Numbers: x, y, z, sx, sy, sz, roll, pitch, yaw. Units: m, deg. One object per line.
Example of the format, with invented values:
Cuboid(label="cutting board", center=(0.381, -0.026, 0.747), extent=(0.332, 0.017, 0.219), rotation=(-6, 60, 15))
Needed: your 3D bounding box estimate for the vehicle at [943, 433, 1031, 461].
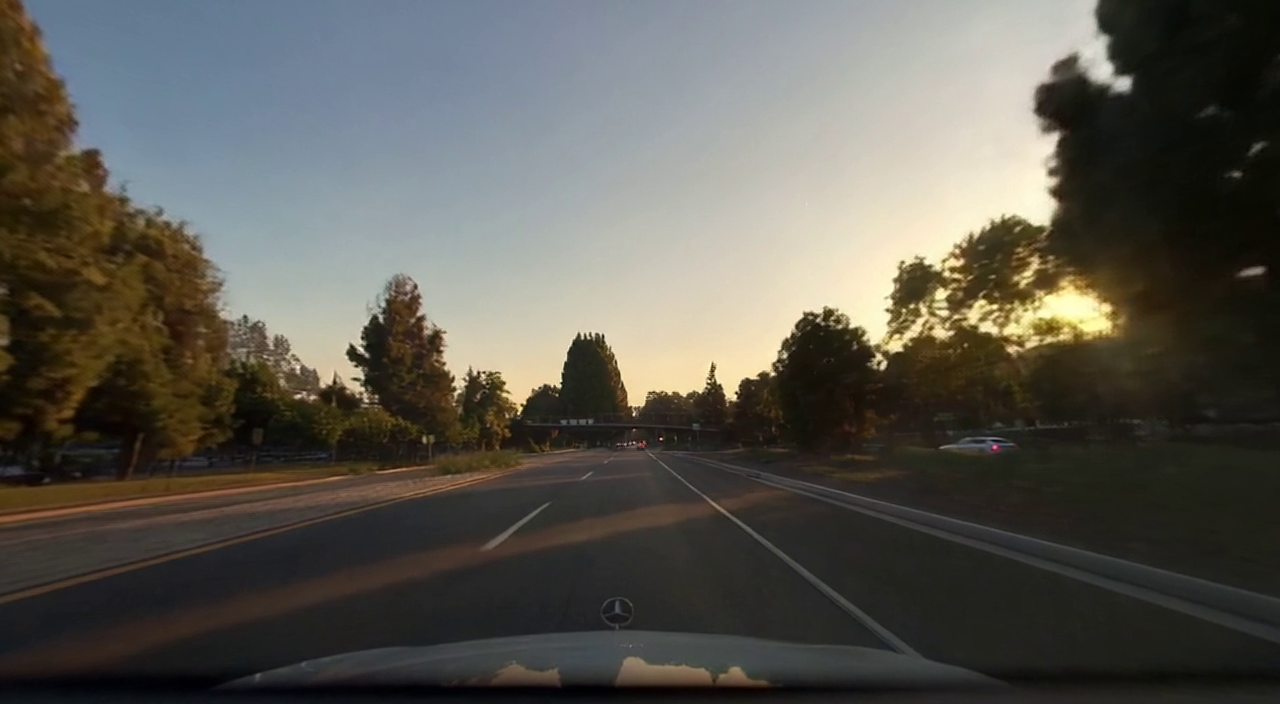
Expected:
Cuboid(label="vehicle", center=(25.737, 7.078, 46.883), extent=(2.328, 1.916, 5.227), rotation=(4, -9, -26))
